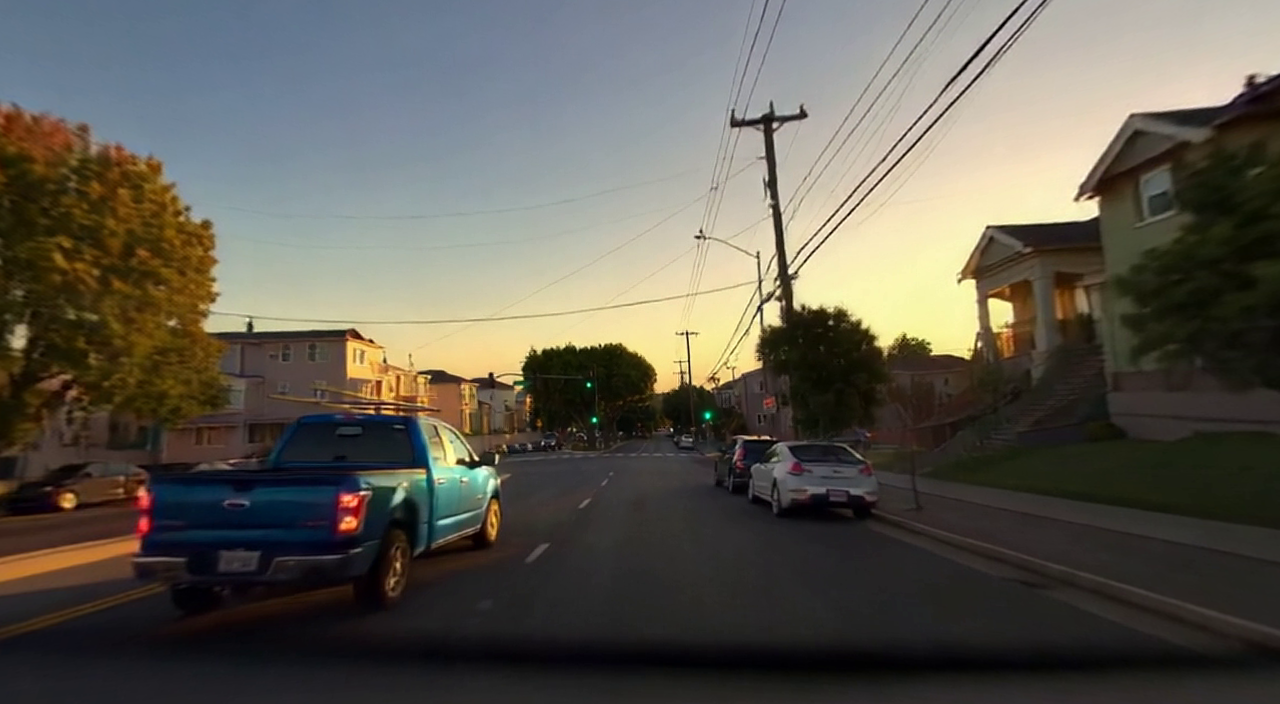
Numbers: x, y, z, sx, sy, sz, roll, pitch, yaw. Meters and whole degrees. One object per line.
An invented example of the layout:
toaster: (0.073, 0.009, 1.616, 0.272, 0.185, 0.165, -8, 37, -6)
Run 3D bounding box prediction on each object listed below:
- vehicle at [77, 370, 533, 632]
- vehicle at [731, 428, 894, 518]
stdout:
vehicle: (-2.899, 1.477, 7.305, 2.242, 1.890, 5.306, -1, -9, 1)
vehicle: (3.240, 2.379, 12.908, 2.012, 1.491, 4.333, 0, -9, -1)
